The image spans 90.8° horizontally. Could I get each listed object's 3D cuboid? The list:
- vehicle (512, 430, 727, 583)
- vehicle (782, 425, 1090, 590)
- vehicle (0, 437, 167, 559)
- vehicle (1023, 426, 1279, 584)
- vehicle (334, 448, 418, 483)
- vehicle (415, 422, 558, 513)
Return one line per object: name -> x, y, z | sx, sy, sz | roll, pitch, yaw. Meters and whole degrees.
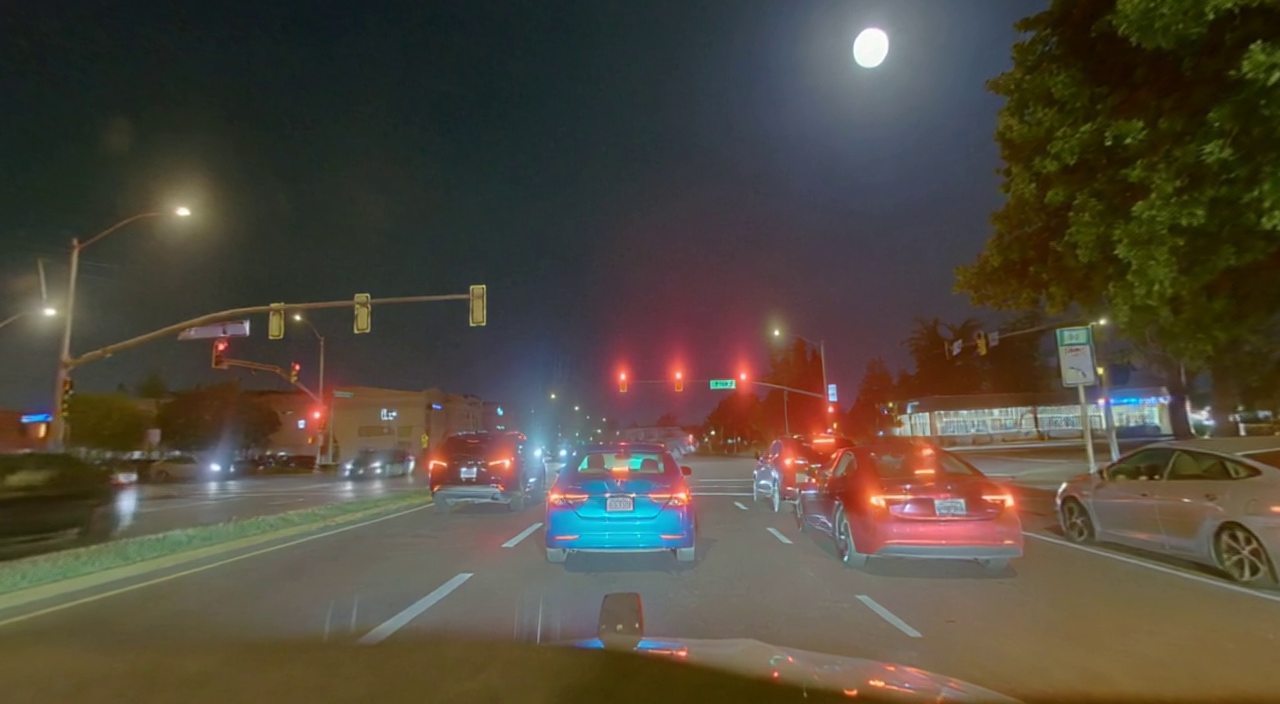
vehicle -> -0.177, 1.805, 8.191 | 2.098, 1.477, 3.897 | 0, -8, 1
vehicle -> 3.235, 1.762, 8.035 | 2.020, 1.513, 4.120 | 0, -8, 2
vehicle -> -8.816, 1.829, 7.995 | 1.966, 1.469, 4.714 | 0, -9, 1
vehicle -> 7.194, 1.732, 7.825 | 2.004, 1.508, 4.646 | 0, -8, 0
vehicle -> -12.238, 5.247, 29.619 | 1.872, 1.463, 4.455 | 0, -8, 2
vehicle -> -3.446, 2.710, 15.396 | 2.160, 1.823, 5.115 | 0, -8, 1
